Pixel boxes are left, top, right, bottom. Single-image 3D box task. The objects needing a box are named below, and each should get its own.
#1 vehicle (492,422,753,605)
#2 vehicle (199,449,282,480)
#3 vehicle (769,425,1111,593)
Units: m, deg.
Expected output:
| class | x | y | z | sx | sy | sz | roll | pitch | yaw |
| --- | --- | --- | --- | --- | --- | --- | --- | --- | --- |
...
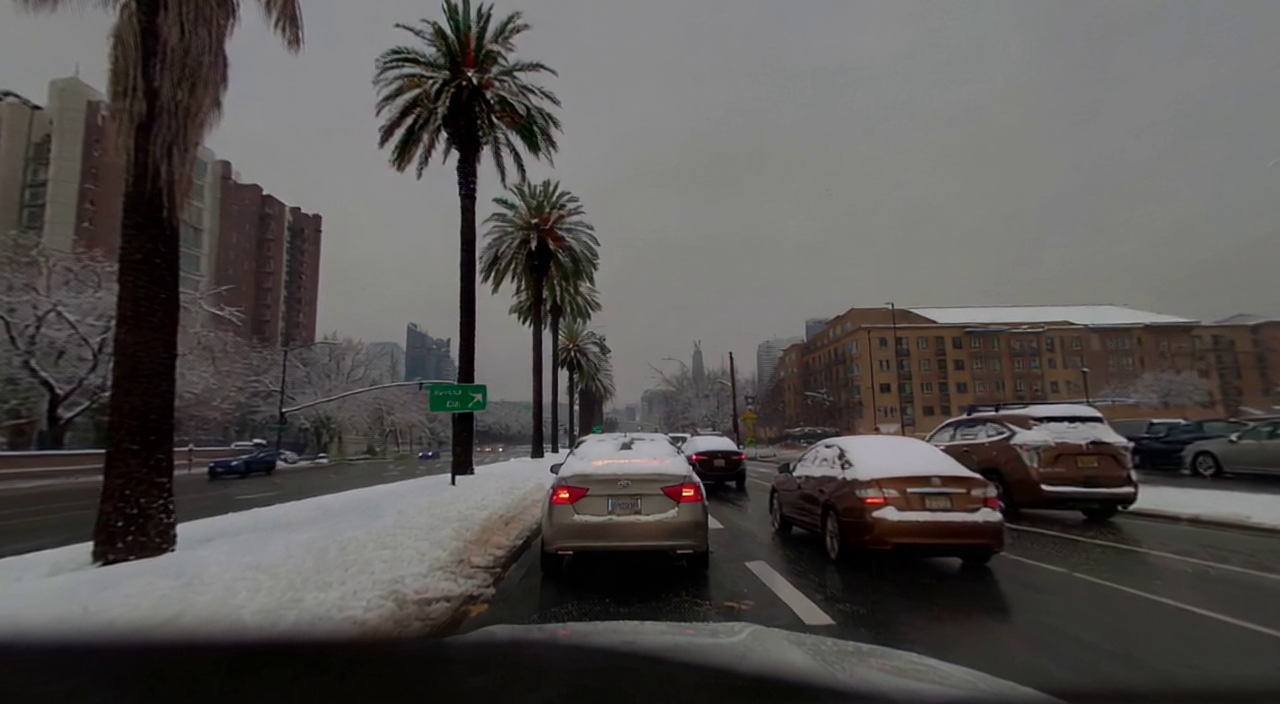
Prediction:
| class | x | y | z | sx | sy | sz | roll | pitch | yaw |
| --- | --- | --- | --- | --- | --- | --- | --- | --- | --- |
| vehicle | -0.158 | 1.641 | 7.289 | 2.158 | 1.498 | 3.919 | 0 | -8 | 0 |
| vehicle | -20.496 | 5.766 | 32.640 | 1.764 | 1.510 | 3.827 | 0 | -8 | 0 |
| vehicle | 3.123 | 1.715 | 7.859 | 1.925 | 1.451 | 4.436 | 0 | -8 | -2 |
